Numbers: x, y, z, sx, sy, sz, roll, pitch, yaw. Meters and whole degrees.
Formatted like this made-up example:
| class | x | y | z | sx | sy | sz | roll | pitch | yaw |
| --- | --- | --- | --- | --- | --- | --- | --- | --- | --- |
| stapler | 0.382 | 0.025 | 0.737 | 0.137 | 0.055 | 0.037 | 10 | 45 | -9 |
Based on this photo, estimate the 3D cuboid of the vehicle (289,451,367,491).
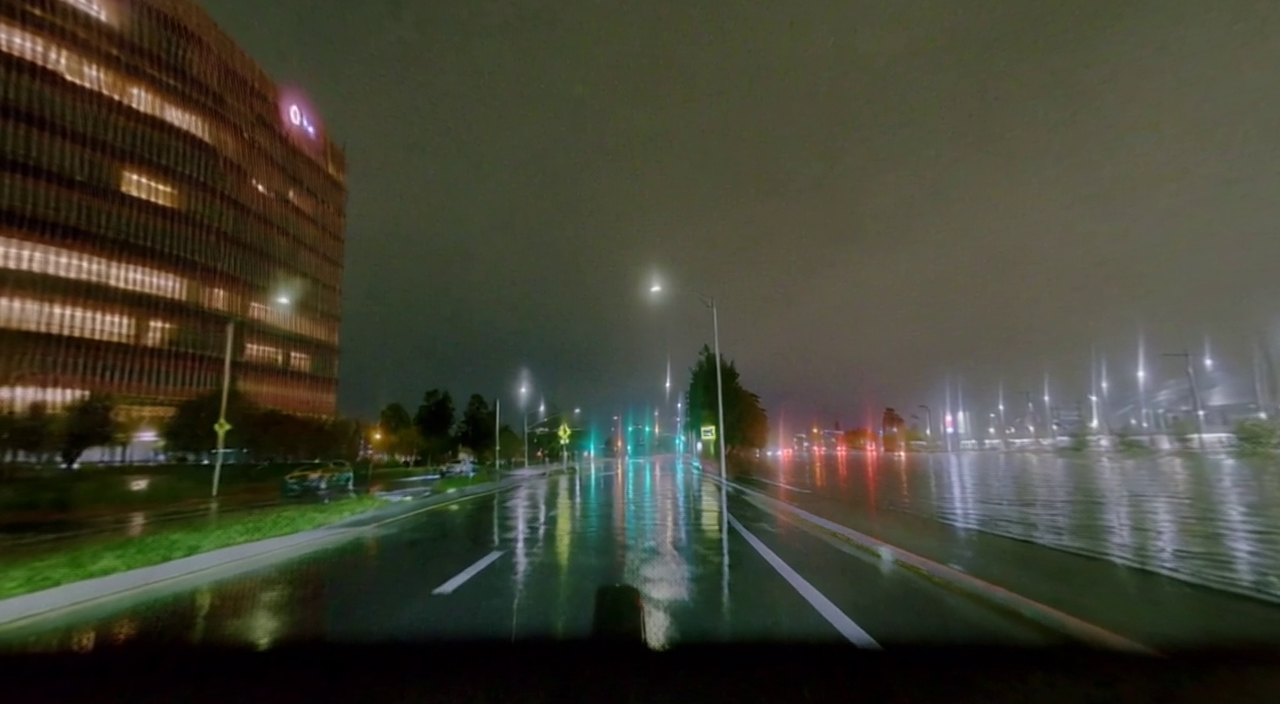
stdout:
| class | x | y | z | sx | sy | sz | roll | pitch | yaw |
| --- | --- | --- | --- | --- | --- | --- | --- | --- | --- |
| vehicle | -18.501 | 7.056 | 37.662 | 2.047 | 1.914 | 5.061 | -3 | -7 | 2 |
